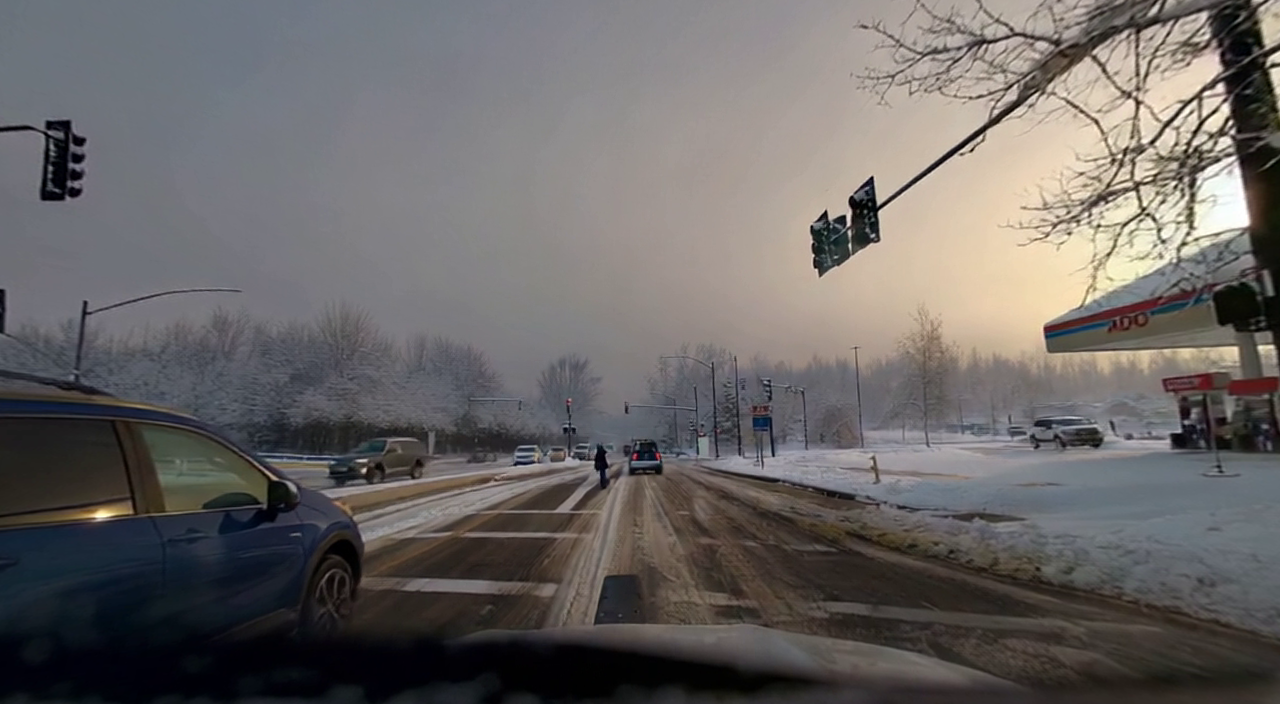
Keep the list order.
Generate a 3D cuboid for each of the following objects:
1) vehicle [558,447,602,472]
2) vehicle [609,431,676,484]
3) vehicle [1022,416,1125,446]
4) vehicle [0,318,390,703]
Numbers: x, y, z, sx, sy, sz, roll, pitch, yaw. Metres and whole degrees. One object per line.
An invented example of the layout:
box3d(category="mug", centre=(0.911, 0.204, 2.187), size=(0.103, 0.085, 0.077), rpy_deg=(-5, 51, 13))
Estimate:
box3d(category="vehicle", centre=(-3.636, 6.638, 39.168), size=(2.192, 1.458, 4.594), rpy_deg=(0, -8, 1))
box3d(category="vehicle", centre=(0.055, 4.444, 26.933), size=(2.552, 1.999, 5.498), rpy_deg=(0, -8, -1))
box3d(category="vehicle", centre=(28.340, 5.213, 41.266), size=(5.102, 1.893, 2.120), rpy_deg=(0, -9, -1))
box3d(category="vehicle", centre=(-3.132, 0.863, 2.571), size=(2.247, 1.734, 4.919), rpy_deg=(0, -8, -1))
